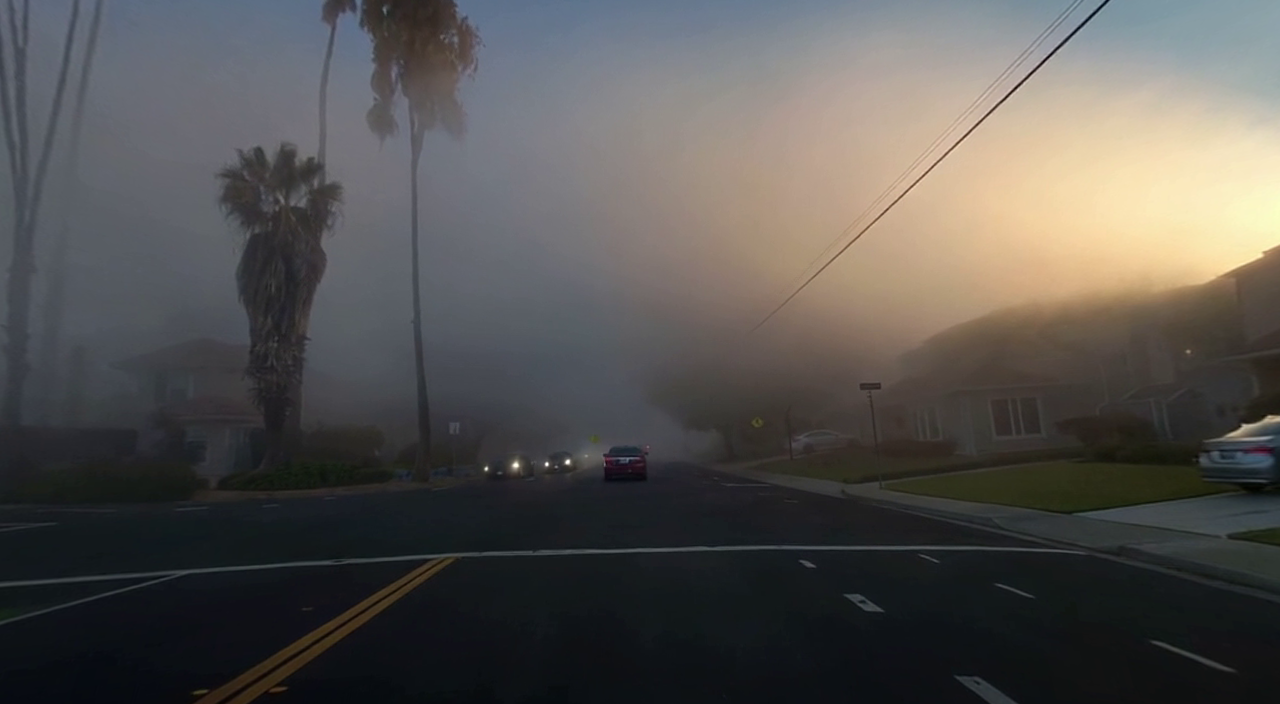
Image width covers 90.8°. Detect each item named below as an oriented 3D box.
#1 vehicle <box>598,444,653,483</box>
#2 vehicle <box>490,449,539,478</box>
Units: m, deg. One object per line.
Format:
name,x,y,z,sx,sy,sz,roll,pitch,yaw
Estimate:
vehicle,-0.578,4.587,26.336,2.098,1.483,4.099,0,-9,0
vehicle,-7.915,7.026,40.197,2.069,1.441,4.368,-3,-7,1
